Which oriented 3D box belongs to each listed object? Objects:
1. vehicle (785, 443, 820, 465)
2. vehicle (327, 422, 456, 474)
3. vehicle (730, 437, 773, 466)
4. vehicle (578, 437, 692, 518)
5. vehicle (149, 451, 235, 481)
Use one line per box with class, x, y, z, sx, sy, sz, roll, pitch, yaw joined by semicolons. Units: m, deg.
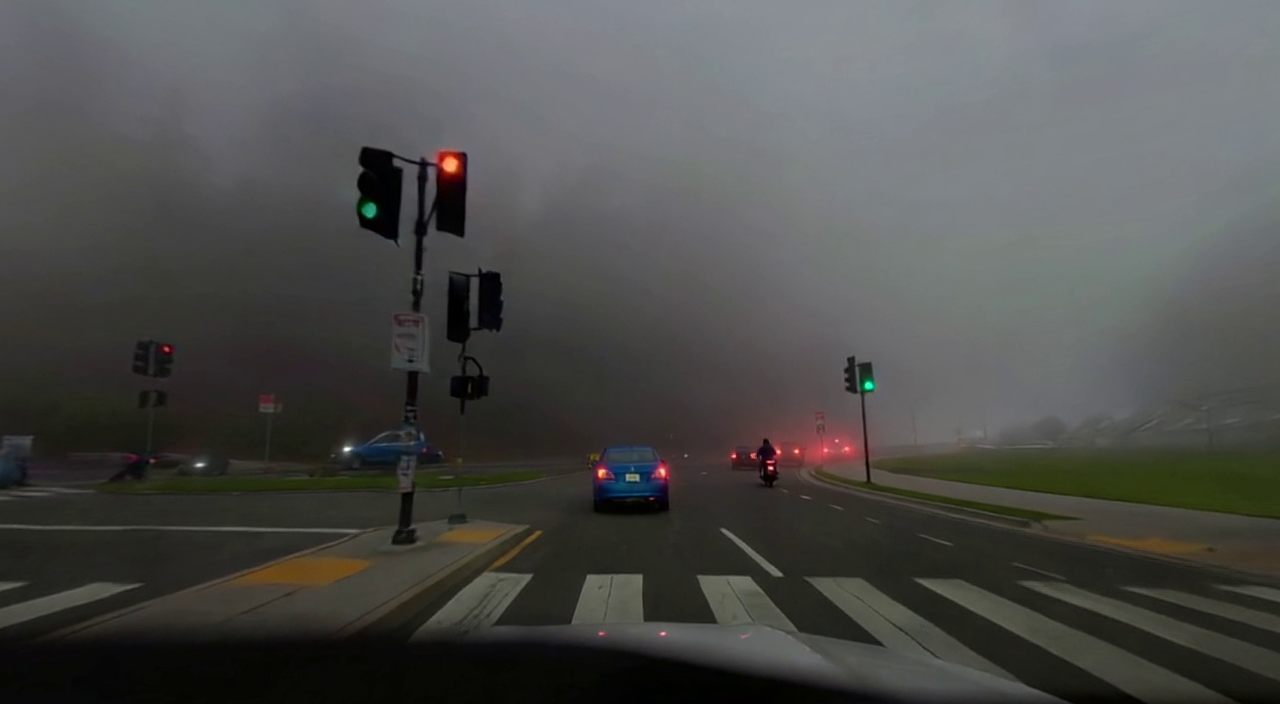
vehicle;12.190;7.590;47.246;1.822;1.555;3.574;-4;-9;25
vehicle;-14.587;5.695;37.656;2.287;2.780;7.166;-5;-10;31
vehicle;7.606;6.701;42.630;2.212;1.790;4.768;-3;-9;17
vehicle;-0.151;2.618;13.736;2.118;1.480;3.949;0;-8;-2
vehicle;-19.670;4.996;27.738;1.259;1.181;2.744;-5;-10;26
